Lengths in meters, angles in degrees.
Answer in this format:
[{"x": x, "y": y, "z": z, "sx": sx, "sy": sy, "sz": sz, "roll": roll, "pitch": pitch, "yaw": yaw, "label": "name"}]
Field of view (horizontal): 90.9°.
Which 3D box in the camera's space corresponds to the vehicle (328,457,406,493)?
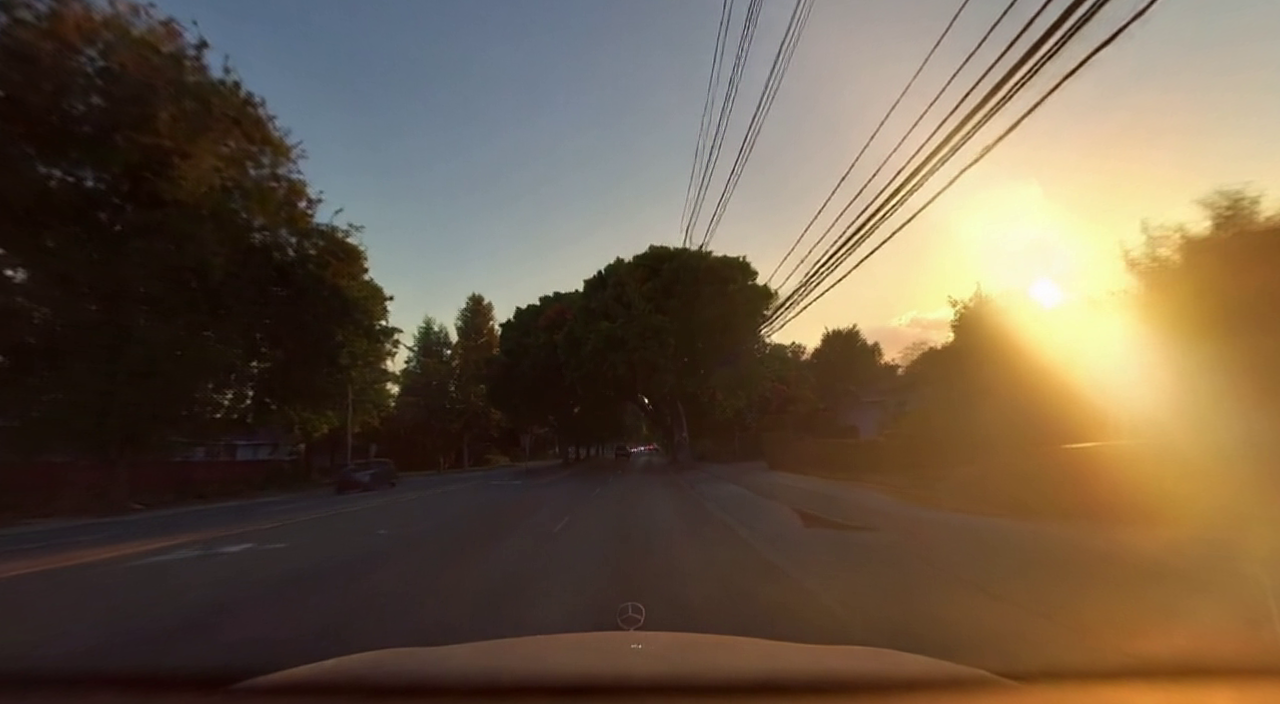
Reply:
[{"x": -14.178, "y": 6.389, "z": 33.071, "sx": 1.996, "sy": 1.695, "sz": 4.635, "roll": 0, "pitch": -9, "yaw": 0, "label": "vehicle"}]
